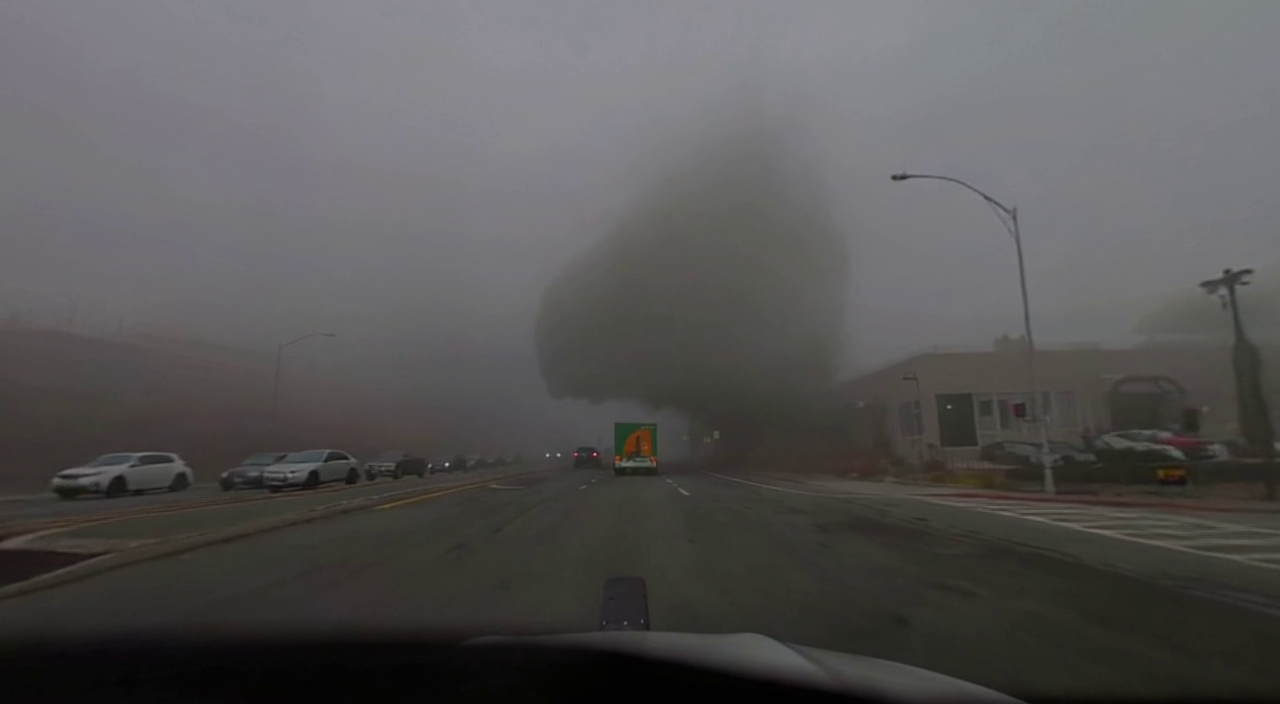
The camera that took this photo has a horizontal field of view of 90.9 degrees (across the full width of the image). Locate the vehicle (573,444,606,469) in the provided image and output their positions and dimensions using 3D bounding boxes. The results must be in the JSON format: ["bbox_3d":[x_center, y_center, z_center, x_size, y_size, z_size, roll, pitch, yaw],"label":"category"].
[{"bbox_3d":[-3.876,8.195,49.538,2.184,1.830,4.890,0,-8,0],"label":"vehicle"}]

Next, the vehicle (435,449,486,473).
[{"bbox_3d":[-11.968,7.263,42.337,1.935,1.467,4.451,0,-8,2],"label":"vehicle"}]

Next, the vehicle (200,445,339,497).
[{"bbox_3d":[-12.959,4.160,22.499,1.960,1.627,4.784,0,-8,1],"label":"vehicle"}]

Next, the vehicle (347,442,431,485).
[{"bbox_3d":[-12.454,5.512,31.612,2.068,1.747,5.040,-4,-7,1],"label":"vehicle"}]

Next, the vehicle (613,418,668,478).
[{"bbox_3d":[-0.128,5.791,38.176,2.843,3.120,10.422,0,-8,-2],"label":"vehicle"}]

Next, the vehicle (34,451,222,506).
[{"bbox_3d":[-16.326,4.021,20.549,2.022,1.442,4.853,-4,-9,1],"label":"vehicle"}]
